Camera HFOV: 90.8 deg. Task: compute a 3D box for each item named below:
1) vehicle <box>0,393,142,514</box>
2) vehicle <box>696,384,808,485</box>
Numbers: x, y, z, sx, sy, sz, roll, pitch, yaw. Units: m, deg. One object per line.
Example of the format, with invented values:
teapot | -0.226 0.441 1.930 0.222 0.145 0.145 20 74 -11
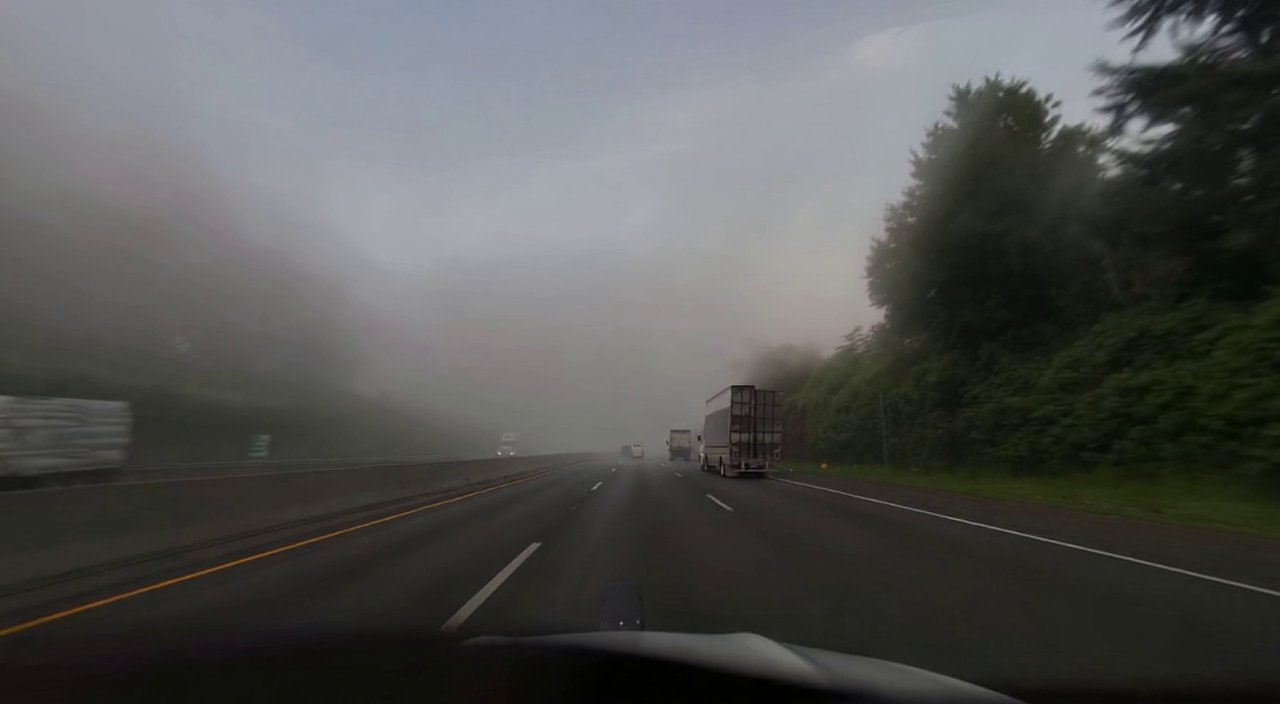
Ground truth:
vehicle | -19.039 2.920 18.109 2.979 3.294 7.760 0 -9 1
vehicle | 4.688 3.930 29.078 3.032 3.785 10.333 0 -9 -1
